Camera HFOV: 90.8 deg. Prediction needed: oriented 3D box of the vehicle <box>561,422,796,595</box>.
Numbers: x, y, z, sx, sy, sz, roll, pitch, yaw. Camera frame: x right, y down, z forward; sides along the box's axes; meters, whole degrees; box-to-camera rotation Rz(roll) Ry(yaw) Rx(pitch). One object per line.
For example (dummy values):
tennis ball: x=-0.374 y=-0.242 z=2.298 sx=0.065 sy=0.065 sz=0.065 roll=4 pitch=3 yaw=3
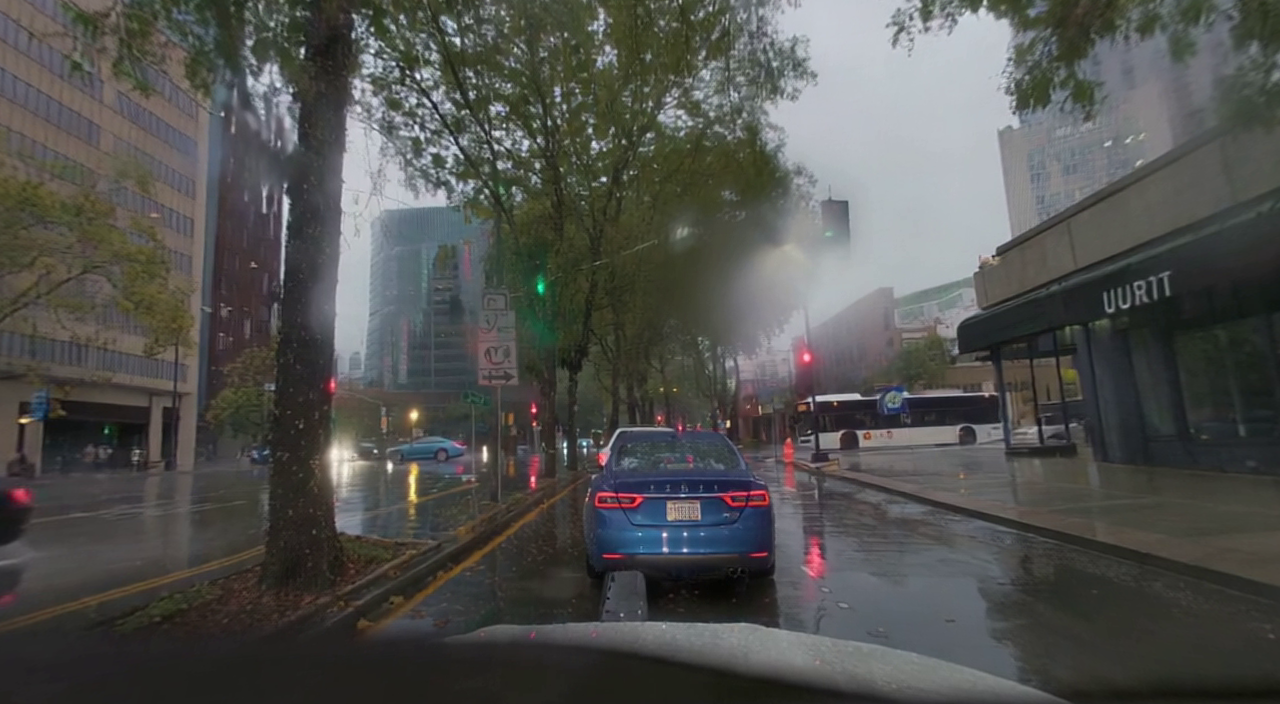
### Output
vehicle: x=0.361 y=1.631 z=7.386 sx=2.006 sy=1.470 sz=3.799 roll=0 pitch=-8 yaw=1

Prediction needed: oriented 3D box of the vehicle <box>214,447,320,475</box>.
vehicle: x=-21.244 y=6.179 z=36.166 sx=1.883 sy=1.461 sz=4.830 roll=-5 pitch=-10 yaw=31

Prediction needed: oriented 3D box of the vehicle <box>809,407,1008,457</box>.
vehicle: x=20.532 y=6.250 z=49.071 sx=13.811 sy=3.706 sz=2.997 roll=-1 pitch=-9 yaw=4

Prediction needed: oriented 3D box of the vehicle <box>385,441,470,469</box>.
vehicle: x=-13.212 y=6.414 z=39.470 sx=4.561 sy=1.645 sz=1.892 roll=7 pitch=-11 yaw=-39

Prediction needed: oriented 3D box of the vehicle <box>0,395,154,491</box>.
vehicle: x=-25.954 y=3.641 z=25.317 sx=2.692 sy=3.685 sz=10.153 roll=-3 pitch=-9 yaw=20
